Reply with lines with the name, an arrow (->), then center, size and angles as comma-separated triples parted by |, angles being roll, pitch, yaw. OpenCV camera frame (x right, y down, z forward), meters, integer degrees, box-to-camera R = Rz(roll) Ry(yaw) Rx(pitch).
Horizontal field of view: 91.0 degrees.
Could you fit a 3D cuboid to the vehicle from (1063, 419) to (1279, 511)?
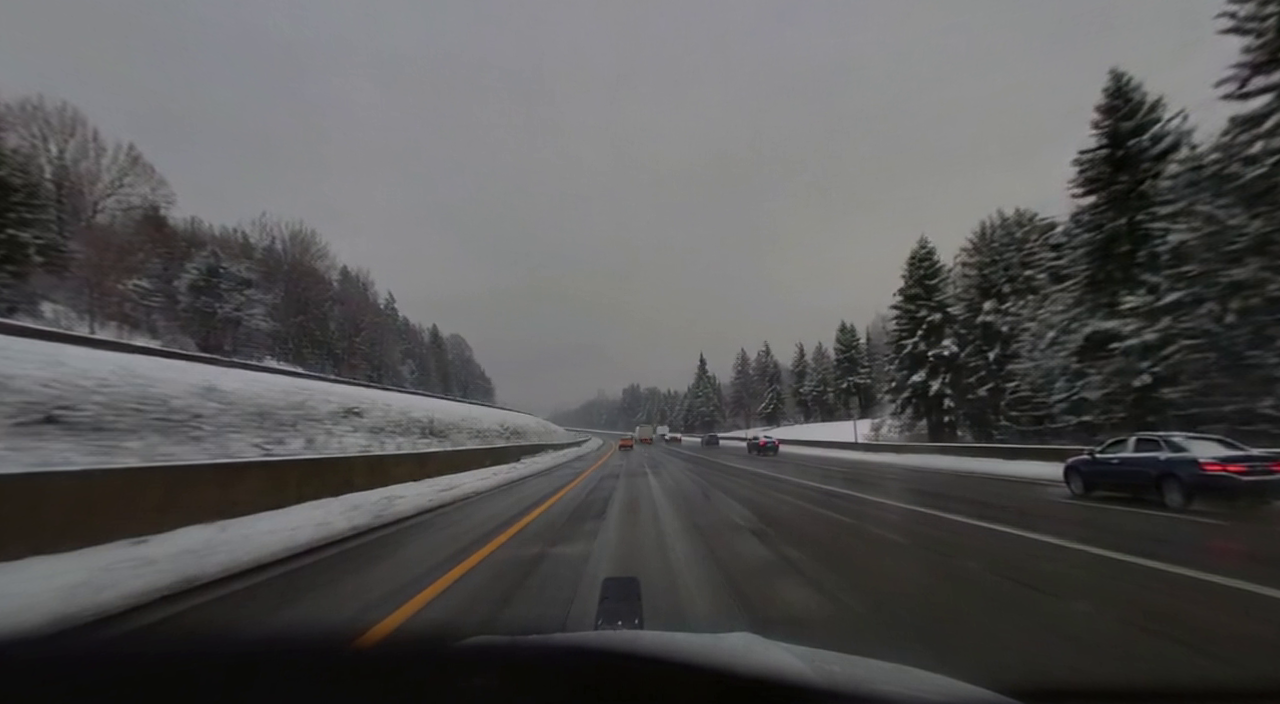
vehicle -> 11.329, 2.231, 12.892 | 2.041, 1.517, 4.645 | 0, -8, -1
